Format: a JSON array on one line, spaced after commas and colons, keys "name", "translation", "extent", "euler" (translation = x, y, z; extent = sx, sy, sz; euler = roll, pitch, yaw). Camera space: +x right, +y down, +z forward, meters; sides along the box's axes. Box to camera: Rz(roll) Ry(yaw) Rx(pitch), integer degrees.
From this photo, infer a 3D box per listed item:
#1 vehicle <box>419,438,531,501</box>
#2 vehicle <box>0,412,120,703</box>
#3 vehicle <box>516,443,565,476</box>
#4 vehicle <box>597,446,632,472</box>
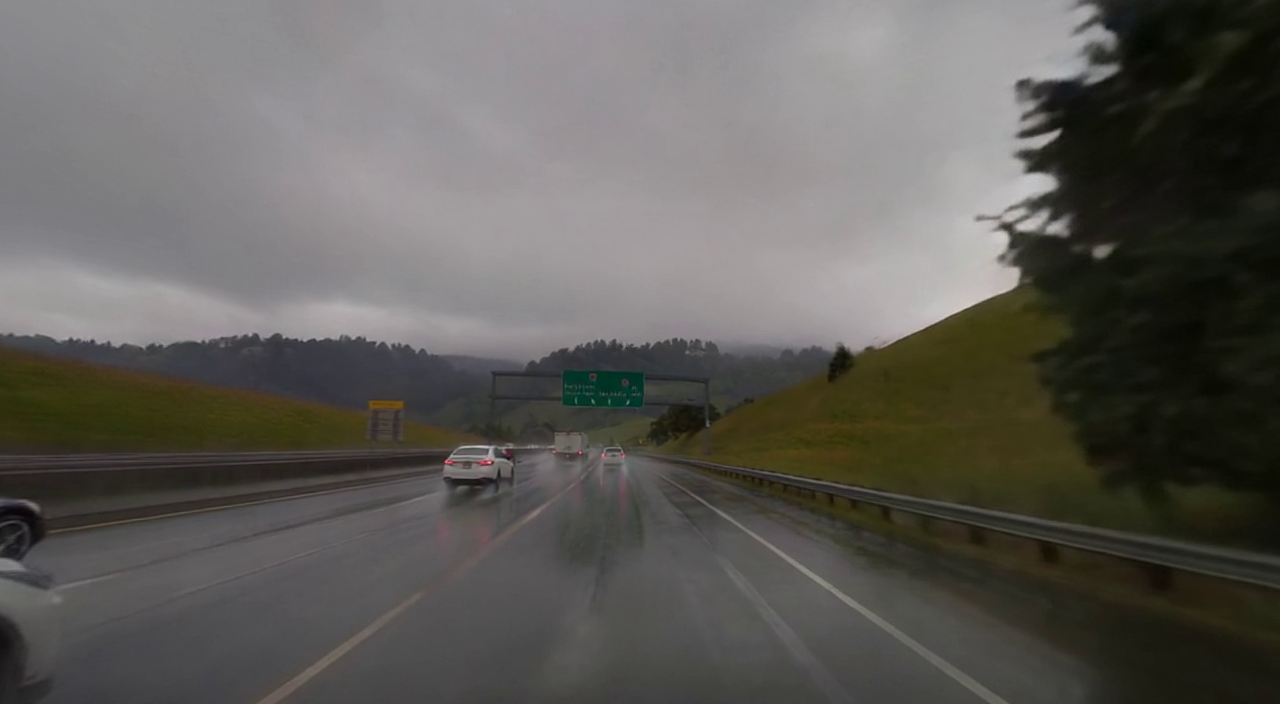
[{"name": "vehicle", "translation": [-4.698, 3.411, 18.713], "extent": [2.208, 1.619, 4.162], "euler": [0, -9, 0]}, {"name": "vehicle", "translation": [-3.726, 0.804, 1.335], "extent": [1.892, 1.492, 3.940], "euler": [0, -9, -1]}, {"name": "vehicle", "translation": [-5.293, 5.750, 34.022], "extent": [2.118, 1.624, 4.032], "euler": [0, -9, -2]}, {"name": "vehicle", "translation": [-1.621, 6.468, 38.267], "extent": [1.988, 1.440, 4.201], "euler": [0, -9, -4]}]
